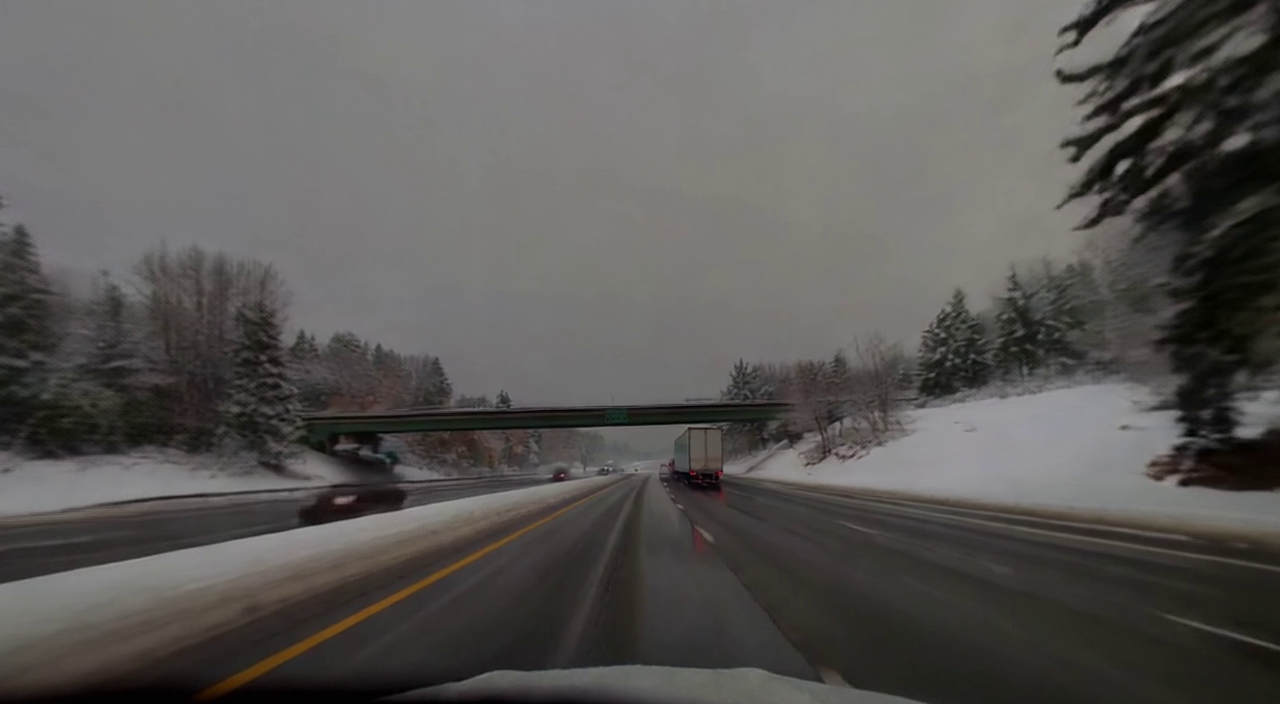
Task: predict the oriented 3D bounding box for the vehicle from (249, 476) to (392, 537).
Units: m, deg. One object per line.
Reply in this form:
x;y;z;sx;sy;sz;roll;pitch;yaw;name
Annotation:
-9.167;4.435;18.573;1.883;1.455;4.271;1;-10;1;vehicle

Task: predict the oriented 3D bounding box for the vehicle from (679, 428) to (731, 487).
4.903;8.400;49.658;3.054;4.005;11.895;0;-10;1;vehicle
